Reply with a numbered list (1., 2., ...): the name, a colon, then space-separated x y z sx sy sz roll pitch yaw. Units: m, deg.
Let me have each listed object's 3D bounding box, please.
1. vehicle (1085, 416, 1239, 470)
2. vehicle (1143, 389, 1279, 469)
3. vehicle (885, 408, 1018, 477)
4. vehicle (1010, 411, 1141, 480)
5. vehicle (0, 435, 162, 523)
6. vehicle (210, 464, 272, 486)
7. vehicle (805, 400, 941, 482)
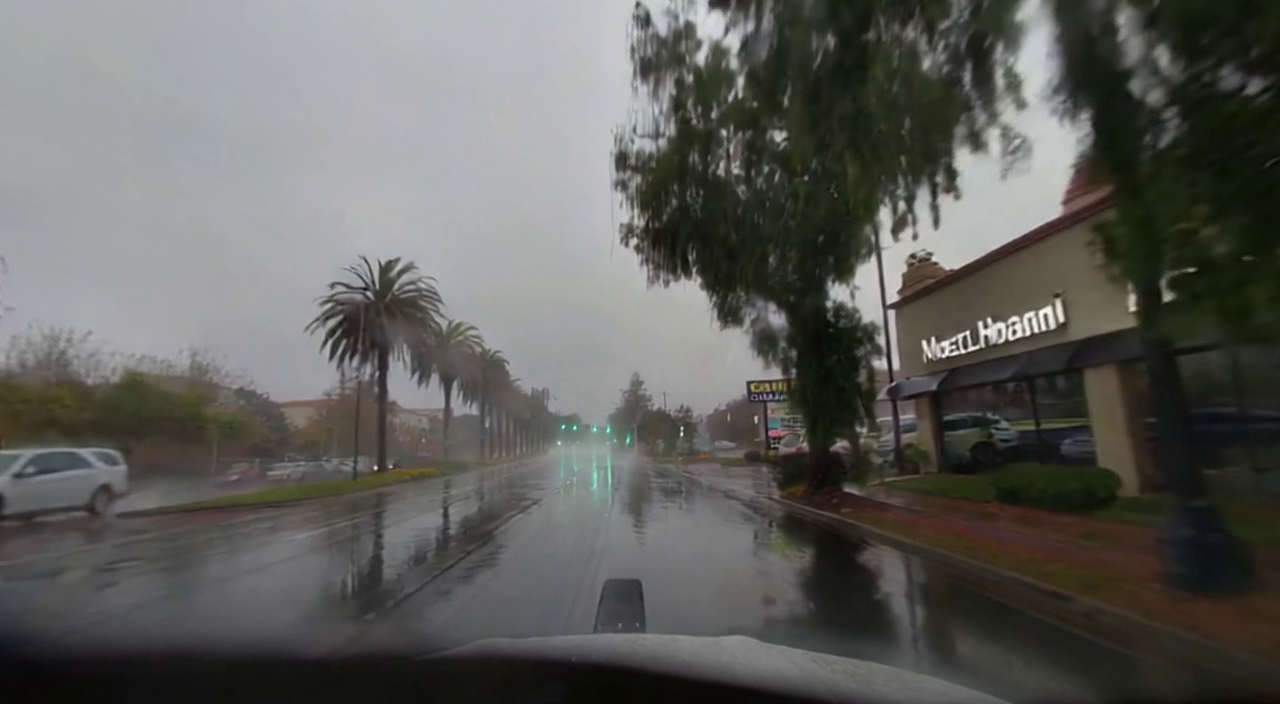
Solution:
1. vehicle: 18.915 3.373 23.225 1.922 1.770 4.425 -1 -9 2
2. vehicle: 22.090 2.886 23.056 2.434 2.604 5.700 0 -9 -3
3. vehicle: 11.475 3.333 23.068 2.514 2.172 5.798 -9 -12 43
4. vehicle: 15.745 3.345 23.368 2.525 2.043 6.684 -7 -8 23
5. vehicle: -16.394 3.346 17.107 2.379 2.034 5.893 0 -9 -2
6. vehicle: -28.927 8.913 45.946 1.909 1.436 4.443 0 -9 -5
7. vehicle: 9.324 3.537 24.996 5.942 2.851 2.531 8 -12 -43
